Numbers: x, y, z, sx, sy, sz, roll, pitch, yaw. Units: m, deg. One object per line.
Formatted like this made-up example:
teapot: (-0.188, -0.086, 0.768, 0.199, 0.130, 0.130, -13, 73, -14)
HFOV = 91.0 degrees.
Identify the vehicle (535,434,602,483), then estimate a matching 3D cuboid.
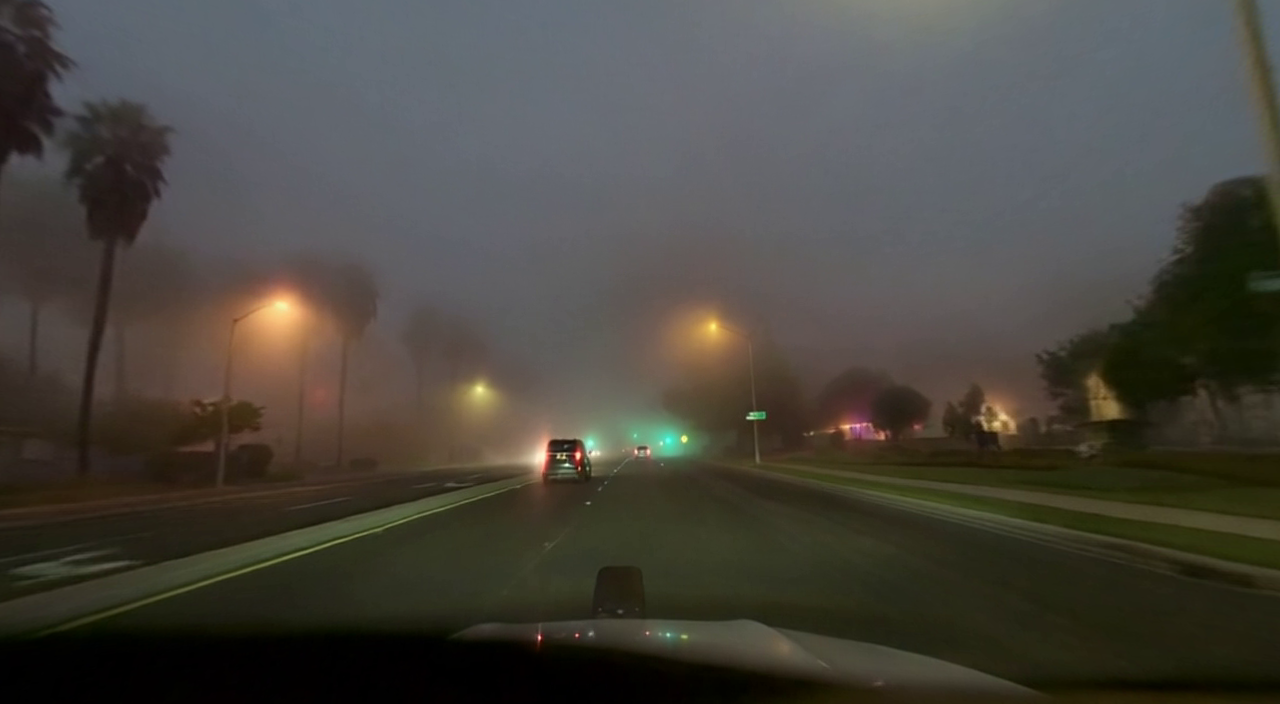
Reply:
vehicle: (-3.092, 4.816, 28.592, 2.370, 1.968, 5.698, 0, -9, 0)
